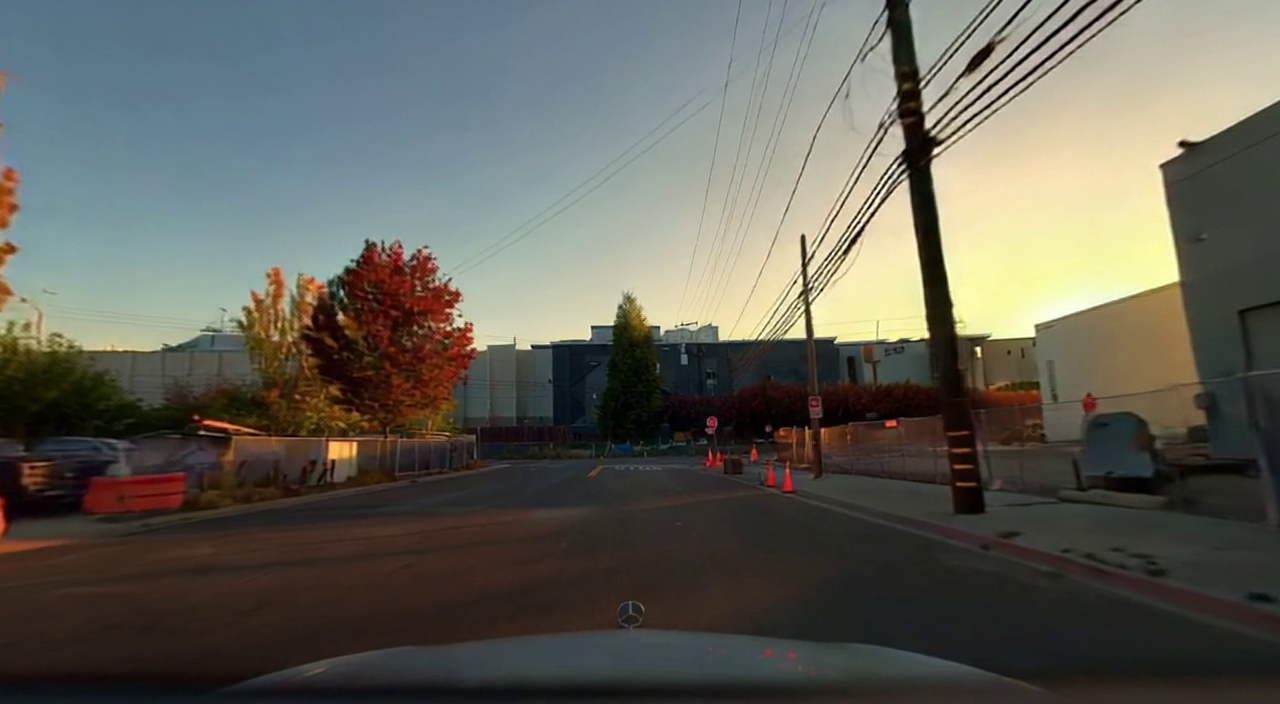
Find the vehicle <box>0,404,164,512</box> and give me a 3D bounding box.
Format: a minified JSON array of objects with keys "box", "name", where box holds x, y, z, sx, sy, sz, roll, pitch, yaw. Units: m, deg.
[{"box":[-13.289,2.220,12.840,2.662,1.981,5.352,-1,-13,4],"name":"vehicle"}]
